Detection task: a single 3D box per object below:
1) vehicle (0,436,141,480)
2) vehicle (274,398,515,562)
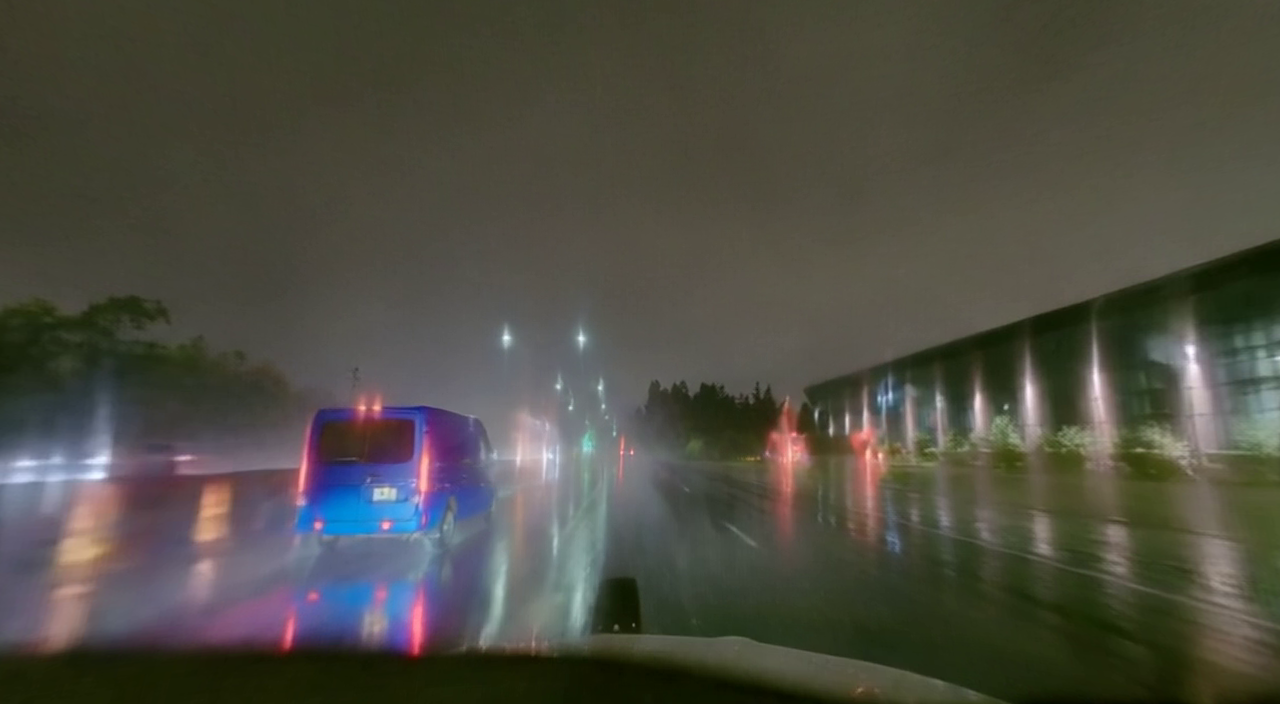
[{"bbox_3d":[-23.789,4.418,26.489,1.926,1.681,4.655,0,-9,-1],"label":"vehicle"},{"bbox_3d":[-3.442,1.913,10.020,2.046,1.982,4.465,0,-9,-1],"label":"vehicle"}]
